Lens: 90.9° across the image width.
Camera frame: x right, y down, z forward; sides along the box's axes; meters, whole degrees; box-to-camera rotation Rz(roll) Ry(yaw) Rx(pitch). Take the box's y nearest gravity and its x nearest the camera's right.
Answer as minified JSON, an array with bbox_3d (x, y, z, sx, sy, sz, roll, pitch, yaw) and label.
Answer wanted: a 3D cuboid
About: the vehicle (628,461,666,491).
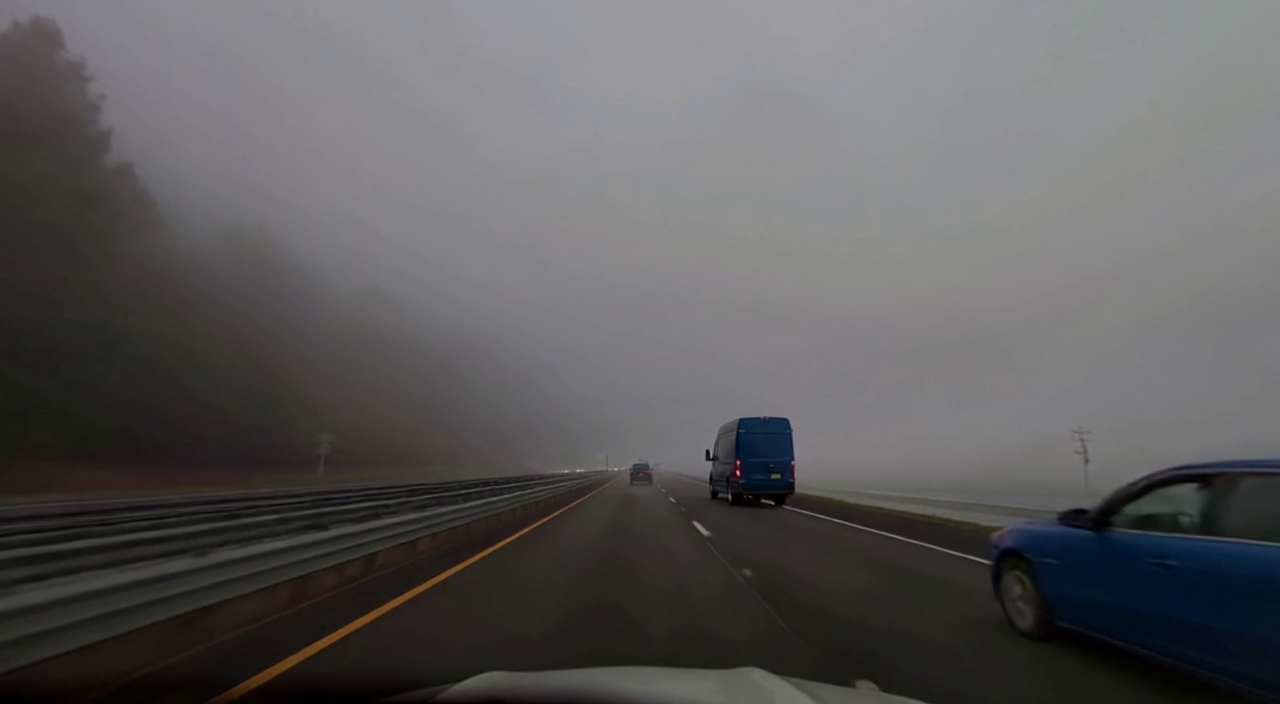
[{"bbox_3d":[0.434,7.756,39.520,2.212,1.717,4.452,1,-10,1],"label":"vehicle"}]

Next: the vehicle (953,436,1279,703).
[{"bbox_3d":[3.980,1.250,3.291,2.073,1.532,4.969,1,-11,-1],"label":"vehicle"}]

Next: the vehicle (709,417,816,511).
[{"bbox_3d":[4.319,4.237,23.850,2.563,2.975,6.941,1,-11,-1],"label":"vehicle"}]
